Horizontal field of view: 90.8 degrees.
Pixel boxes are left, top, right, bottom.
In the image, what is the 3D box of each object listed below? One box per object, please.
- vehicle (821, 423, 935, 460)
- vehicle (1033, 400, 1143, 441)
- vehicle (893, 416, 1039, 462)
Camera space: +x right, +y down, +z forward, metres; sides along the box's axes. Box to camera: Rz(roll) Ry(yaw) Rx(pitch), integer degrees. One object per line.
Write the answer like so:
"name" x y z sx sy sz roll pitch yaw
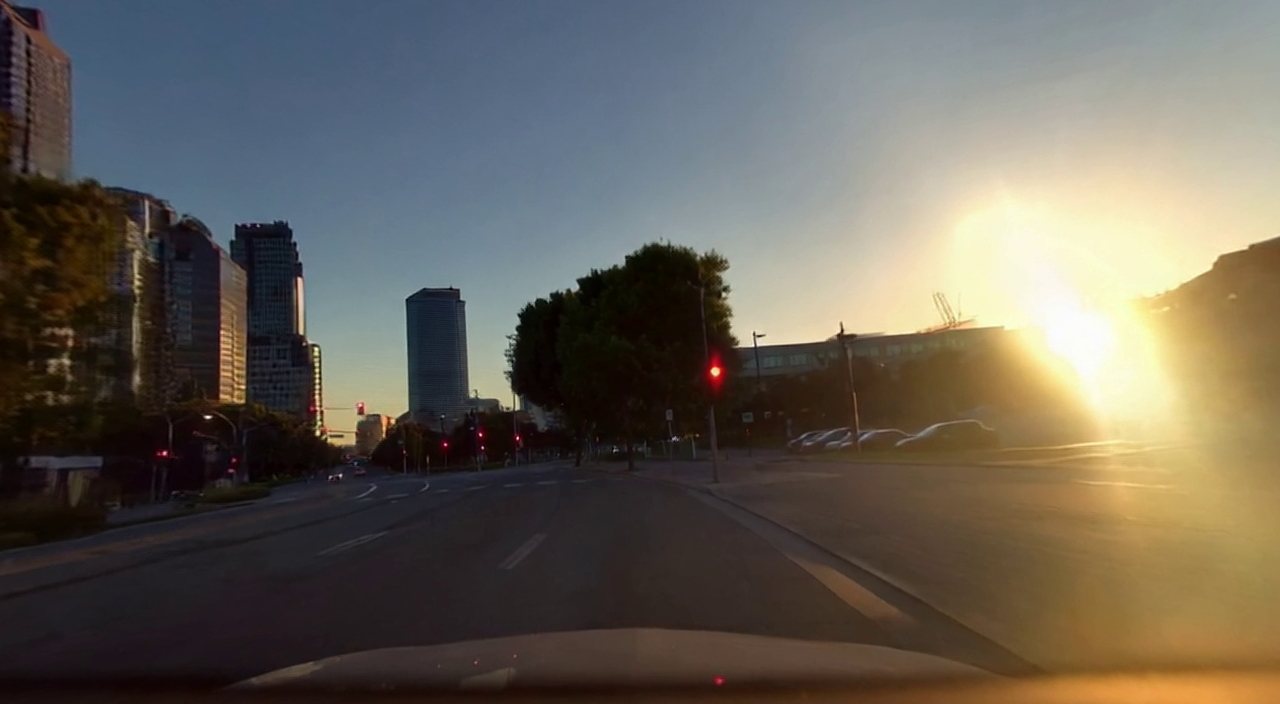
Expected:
"vehicle" 10.733 4.094 28.641 4.400 1.584 1.964 2 -9 -12
"vehicle" 31.240 4.813 44.203 5.870 1.998 2.092 -14 -9 39
"vehicle" 11.960 3.238 23.342 4.332 1.581 2.028 2 -9 -10
